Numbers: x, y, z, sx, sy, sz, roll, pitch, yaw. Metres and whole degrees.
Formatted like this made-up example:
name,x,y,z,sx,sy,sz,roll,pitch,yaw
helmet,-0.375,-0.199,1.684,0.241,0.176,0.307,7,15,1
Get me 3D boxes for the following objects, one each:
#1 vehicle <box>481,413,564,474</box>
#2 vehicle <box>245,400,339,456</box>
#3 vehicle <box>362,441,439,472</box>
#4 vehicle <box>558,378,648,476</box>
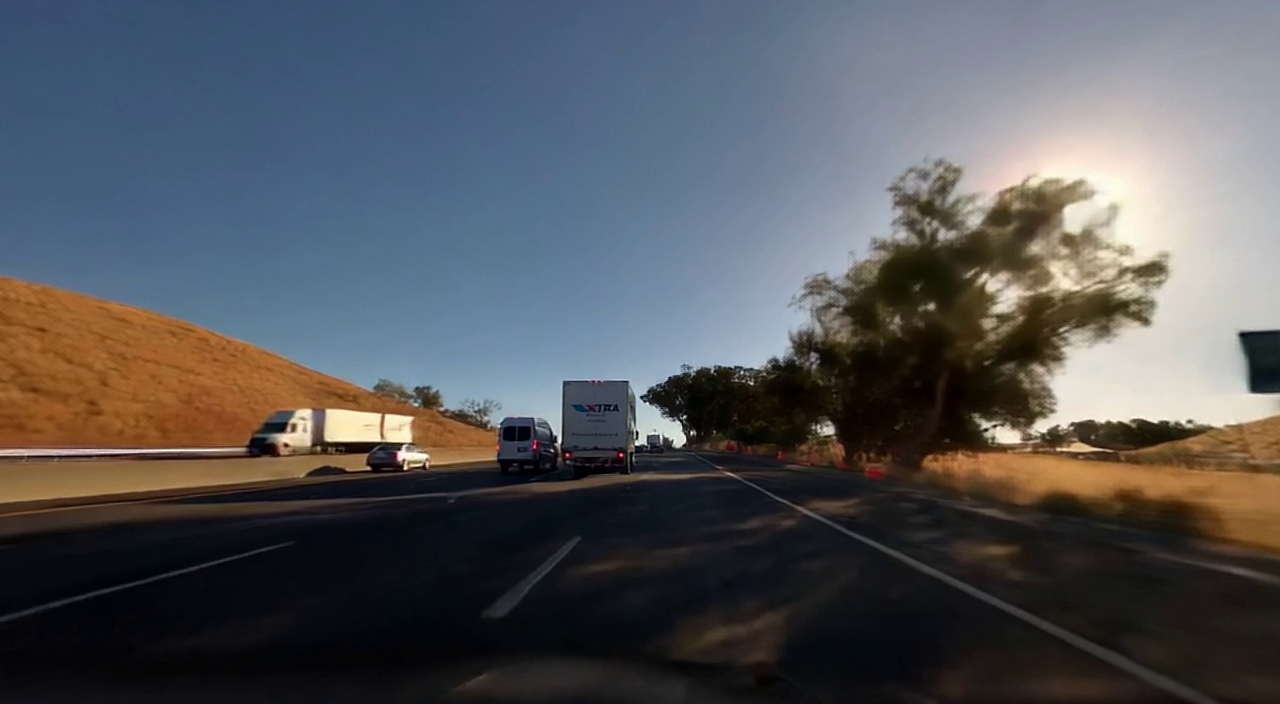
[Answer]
name,x,y,z,sx,sy,sz,roll,pitch,yaw
vehicle,-5.460,4.399,30.277,2.469,2.615,5.874,0,-8,3
vehicle,-25.836,5.709,47.131,3.028,3.824,6.239,0,-8,3
vehicle,-12.267,5.380,32.619,1.901,1.487,4.622,0,-8,4
vehicle,-1.457,3.850,30.878,3.183,4.011,9.617,0,-9,4
